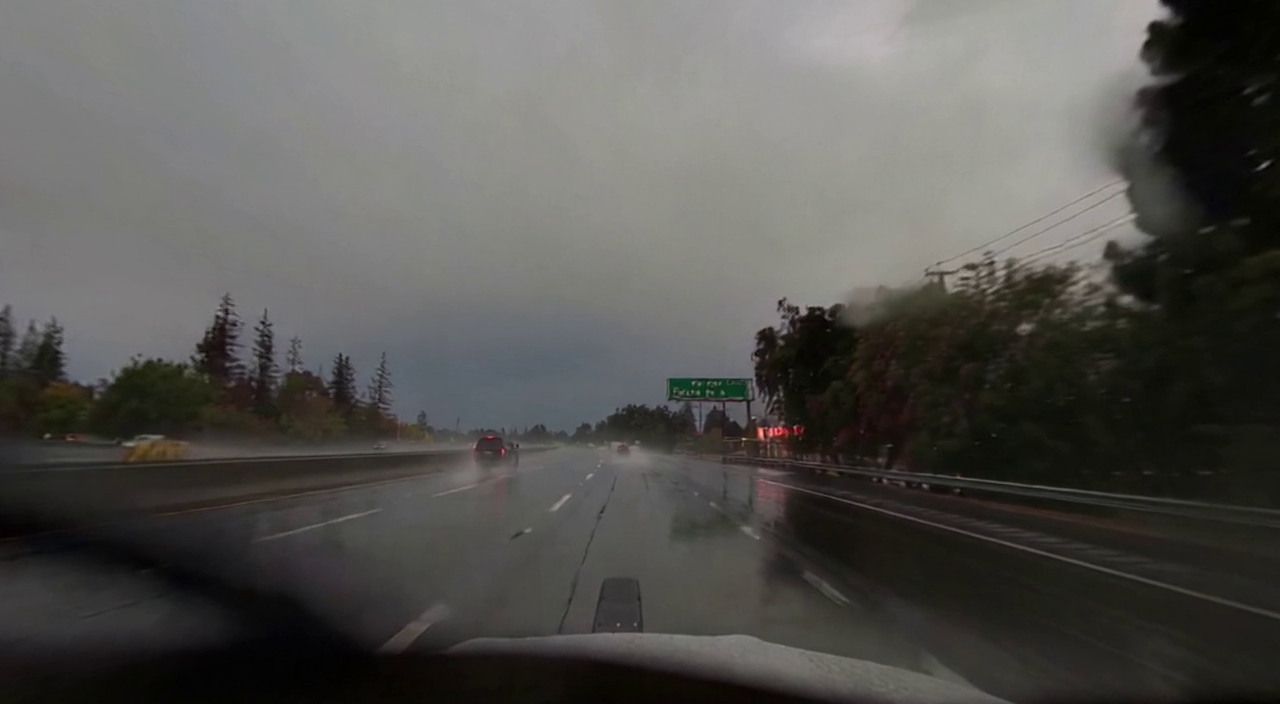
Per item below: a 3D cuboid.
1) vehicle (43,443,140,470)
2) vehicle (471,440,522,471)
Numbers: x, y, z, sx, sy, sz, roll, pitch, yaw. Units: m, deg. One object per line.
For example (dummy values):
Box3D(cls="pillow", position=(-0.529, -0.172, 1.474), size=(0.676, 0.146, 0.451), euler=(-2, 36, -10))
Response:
Box3D(cls="vehicle", position=(-33.014, 6.280, 38.228), size=(1.885, 1.523, 4.492), euler=(0, -8, -2))
Box3D(cls="vehicle", position=(-8.379, 6.081, 37.249), size=(2.053, 1.682, 4.423), euler=(0, -8, -1))
